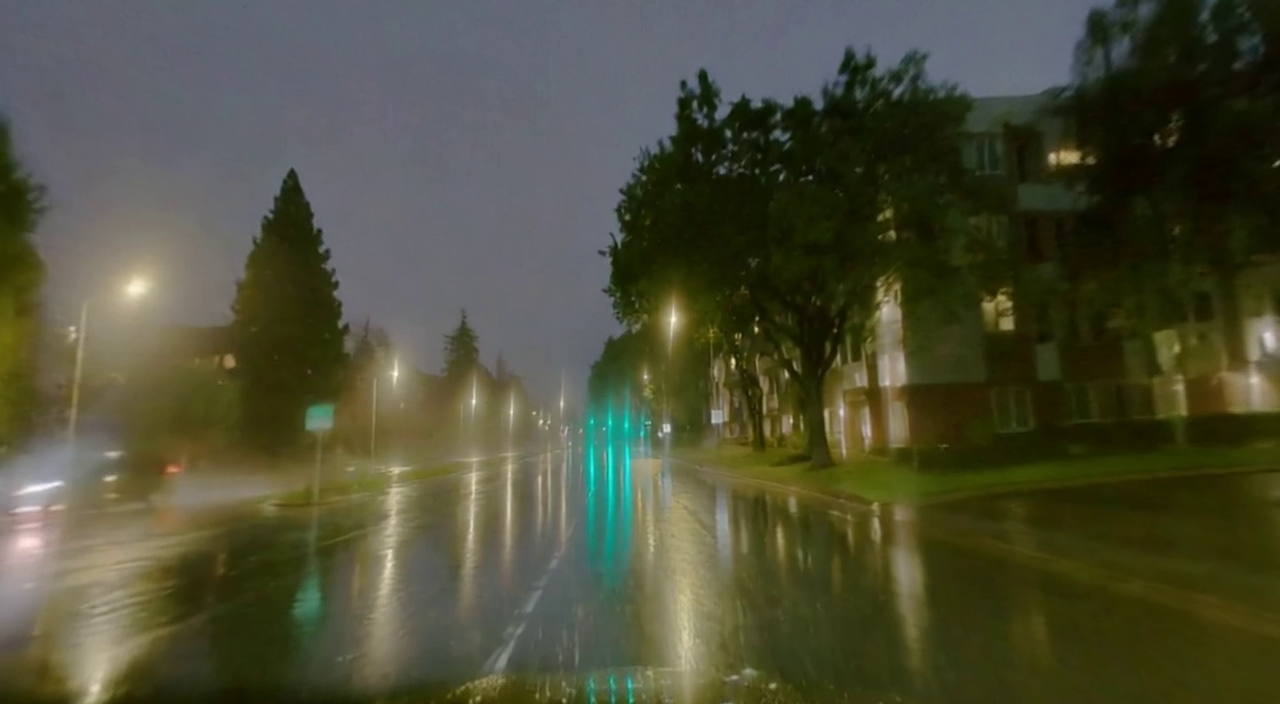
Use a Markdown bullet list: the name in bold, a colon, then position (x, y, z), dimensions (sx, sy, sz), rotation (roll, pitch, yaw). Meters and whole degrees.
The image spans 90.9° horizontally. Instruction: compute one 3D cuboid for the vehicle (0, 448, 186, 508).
- **vehicle**: position (-17.378, 3.951, 20.298), dimensions (2.154, 1.648, 4.555), rotation (0, -8, -2)
